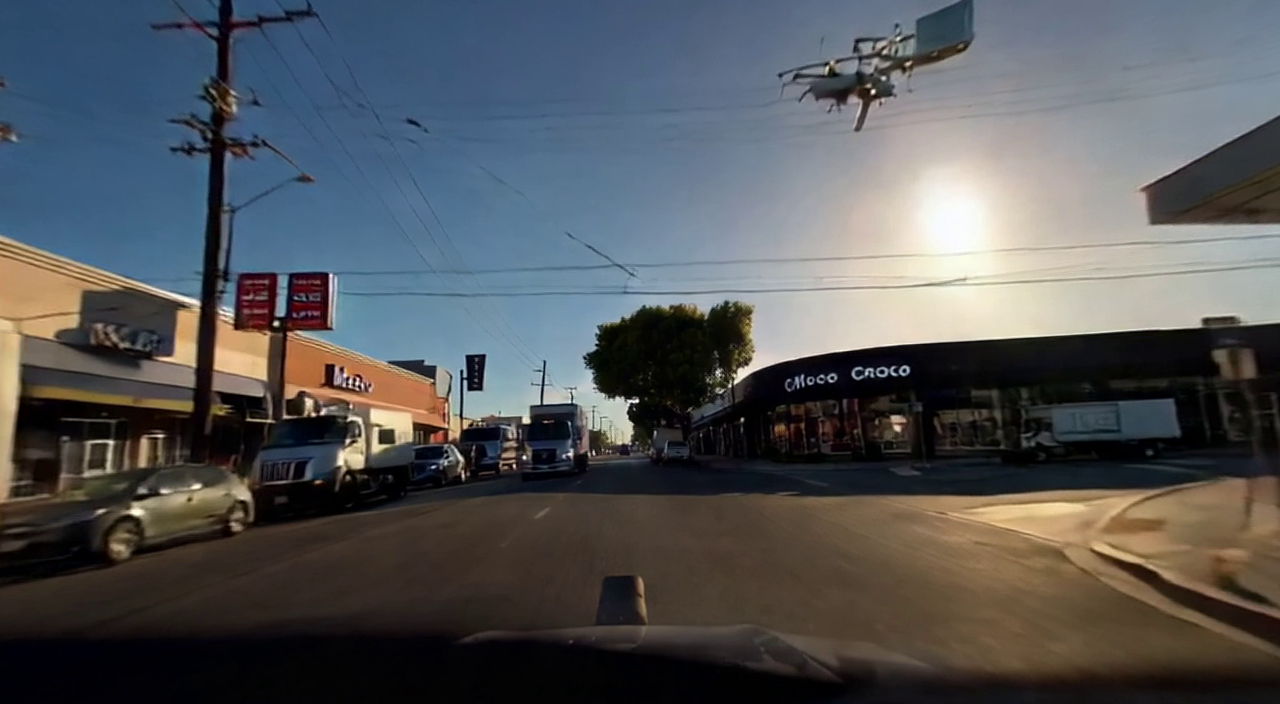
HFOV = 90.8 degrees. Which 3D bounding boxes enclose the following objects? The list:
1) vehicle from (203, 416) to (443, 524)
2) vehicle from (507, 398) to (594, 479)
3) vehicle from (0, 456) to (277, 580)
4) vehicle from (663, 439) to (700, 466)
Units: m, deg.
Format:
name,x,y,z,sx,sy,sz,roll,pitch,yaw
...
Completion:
name,x,y,z,sx,sy,sz,roll,pitch,yaw
vehicle,-8.100,3.115,17.517,2.737,2.345,7.210,-1,-8,2
vehicle,-4.133,4.440,32.224,2.994,3.308,12.131,0,-8,-2
vehicle,-8.252,2.516,10.451,1.777,1.468,4.605,0,-8,0
vehicle,2.843,7.011,44.411,2.097,1.784,4.915,0,-8,-2
